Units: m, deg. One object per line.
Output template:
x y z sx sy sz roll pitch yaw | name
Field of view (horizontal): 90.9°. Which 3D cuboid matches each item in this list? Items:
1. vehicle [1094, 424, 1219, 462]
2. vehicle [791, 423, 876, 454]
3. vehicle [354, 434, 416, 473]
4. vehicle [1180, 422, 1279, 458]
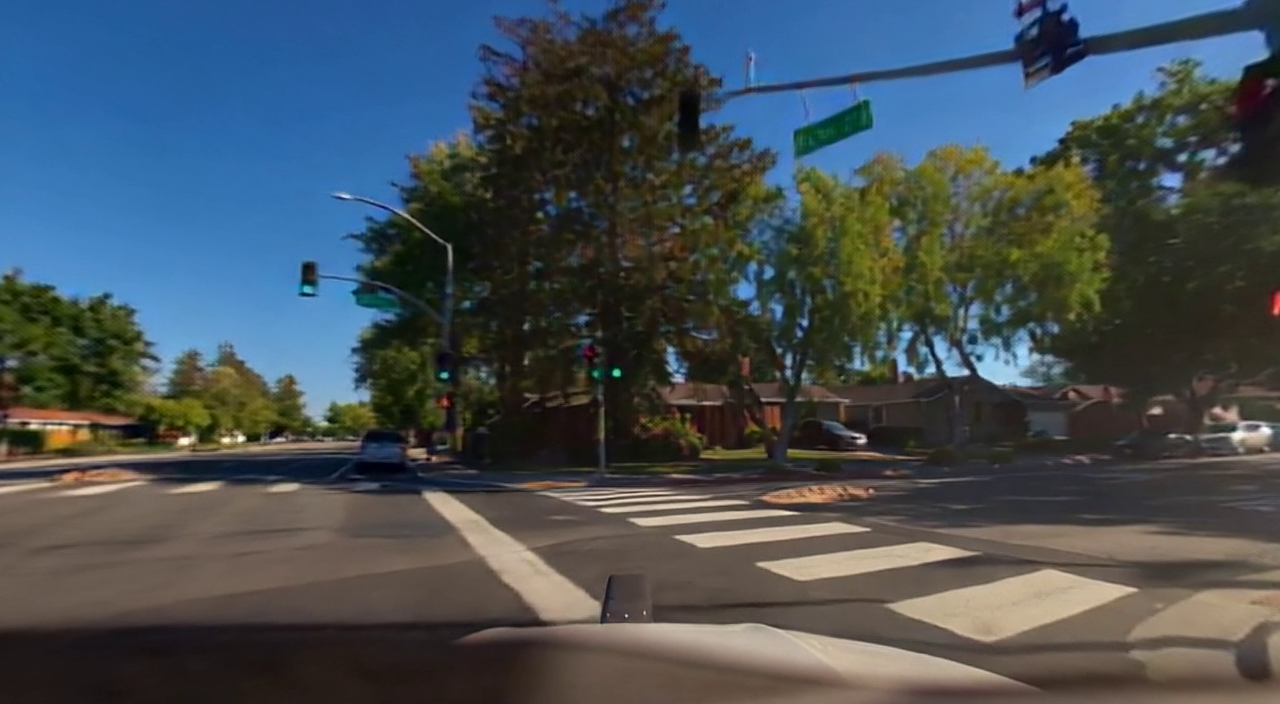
21.323 3.790 26.004 4.671 1.470 1.963 4 -11 -24 | vehicle
10.809 4.886 35.505 2.028 1.595 4.554 4 -9 -24 | vehicle
-10.779 4.239 26.519 2.149 1.507 4.160 4 -9 -24 | vehicle
26.993 4.024 28.498 4.518 1.477 1.948 4 -10 -23 | vehicle
